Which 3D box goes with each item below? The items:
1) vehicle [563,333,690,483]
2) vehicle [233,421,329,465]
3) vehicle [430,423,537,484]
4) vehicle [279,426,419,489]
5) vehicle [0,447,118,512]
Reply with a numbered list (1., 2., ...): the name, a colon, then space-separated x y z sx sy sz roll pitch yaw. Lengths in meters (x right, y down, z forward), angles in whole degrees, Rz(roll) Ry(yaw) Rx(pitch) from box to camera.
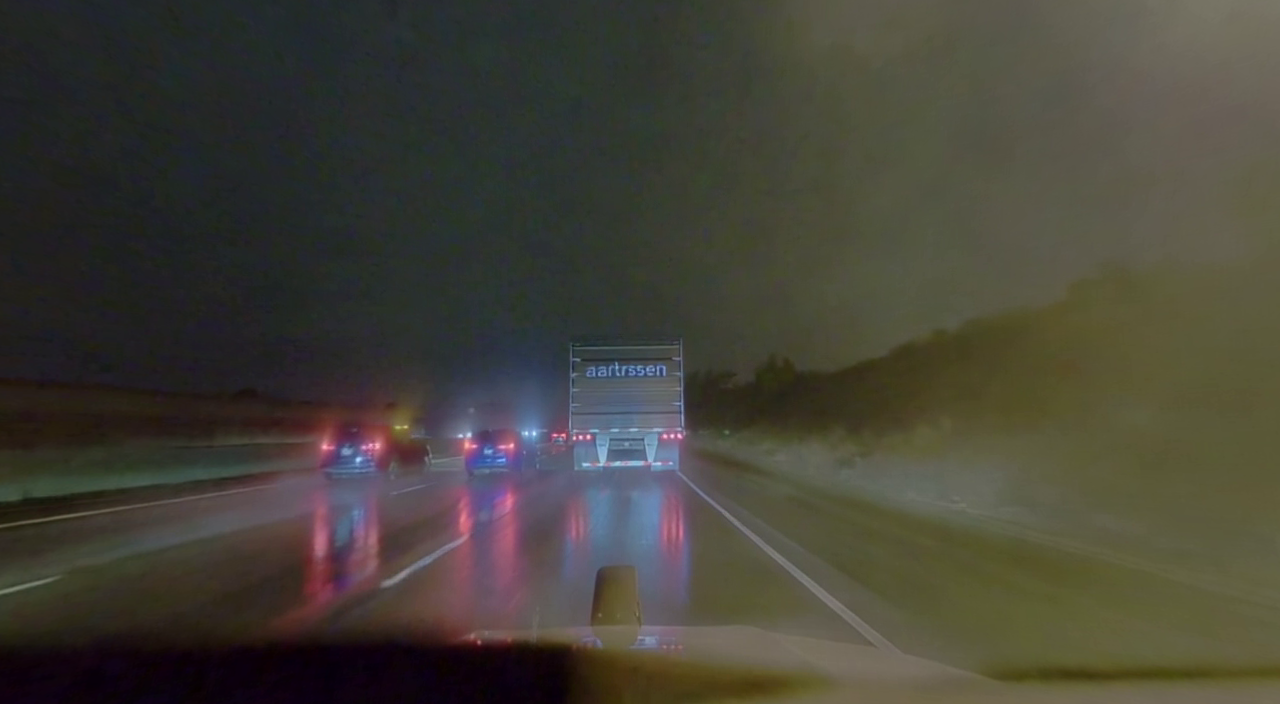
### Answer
1. vehicle: -0.467 2.223 22.635 3.442 4.106 10.719 0 -8 -1
2. vehicle: -23.980 6.100 42.453 2.292 2.693 6.952 0 -8 1
3. vehicle: -4.679 3.109 19.678 2.052 1.639 4.894 0 -8 1
4. vehicle: -8.069 2.934 17.977 1.944 1.565 4.383 0 -8 0
5. vehicle: -16.309 3.238 16.160 1.813 1.497 4.717 0 -8 -1
